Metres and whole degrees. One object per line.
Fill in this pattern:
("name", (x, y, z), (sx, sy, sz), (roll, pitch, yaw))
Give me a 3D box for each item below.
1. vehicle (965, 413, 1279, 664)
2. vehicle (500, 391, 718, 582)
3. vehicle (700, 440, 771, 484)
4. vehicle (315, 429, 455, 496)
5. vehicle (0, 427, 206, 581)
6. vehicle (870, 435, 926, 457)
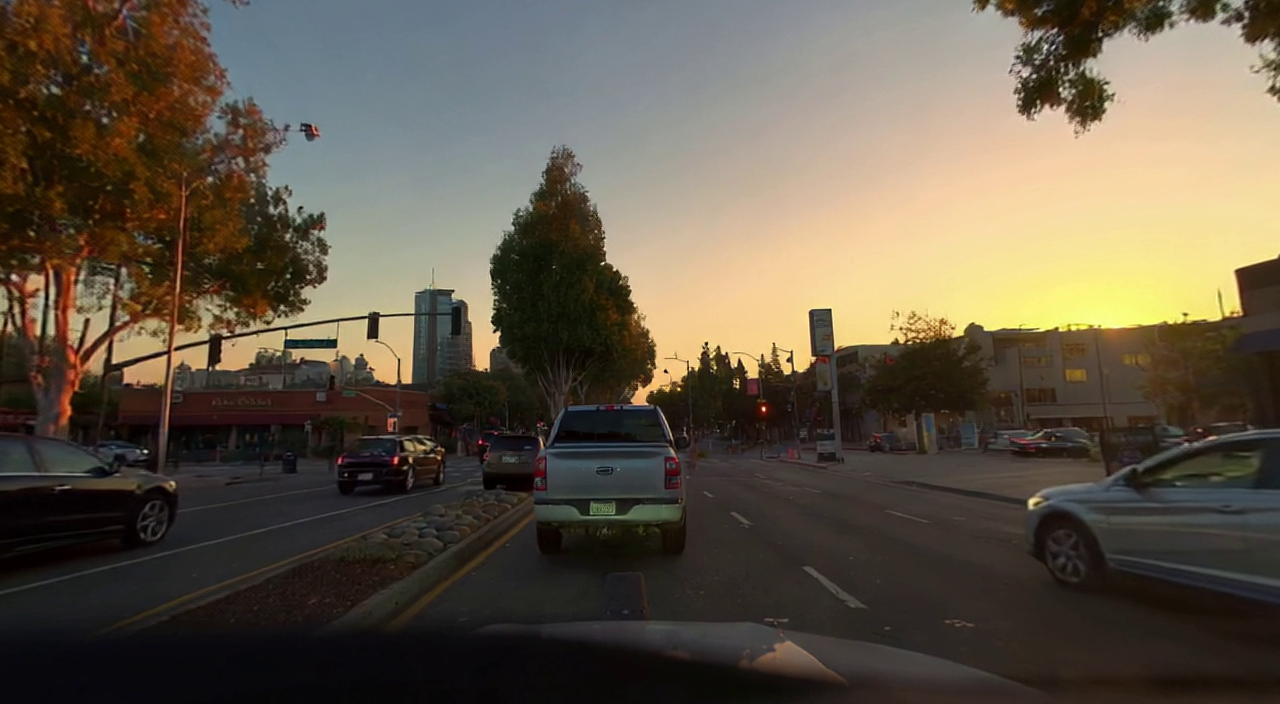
("vehicle", (4.804, 1.162, 4.070), (1.957, 1.490, 4.718), (3, -9, -18))
("vehicle", (-0.312, 1.599, 8.238), (2.064, 1.817, 4.298), (0, -8, -1))
("vehicle", (3.429, 4.046, 23.512), (2.023, 1.441, 4.240), (0, -8, 1))
("vehicle", (-7.037, 3.096, 17.998), (1.941, 1.655, 4.503), (0, -8, 2))
("vehicle", (-6.995, 1.530, 6.574), (1.831, 1.451, 4.382), (0, -8, -1))
("vehicle", (20.095, 7.332, 49.035), (4.361, 1.653, 2.034), (6, -11, -37))
